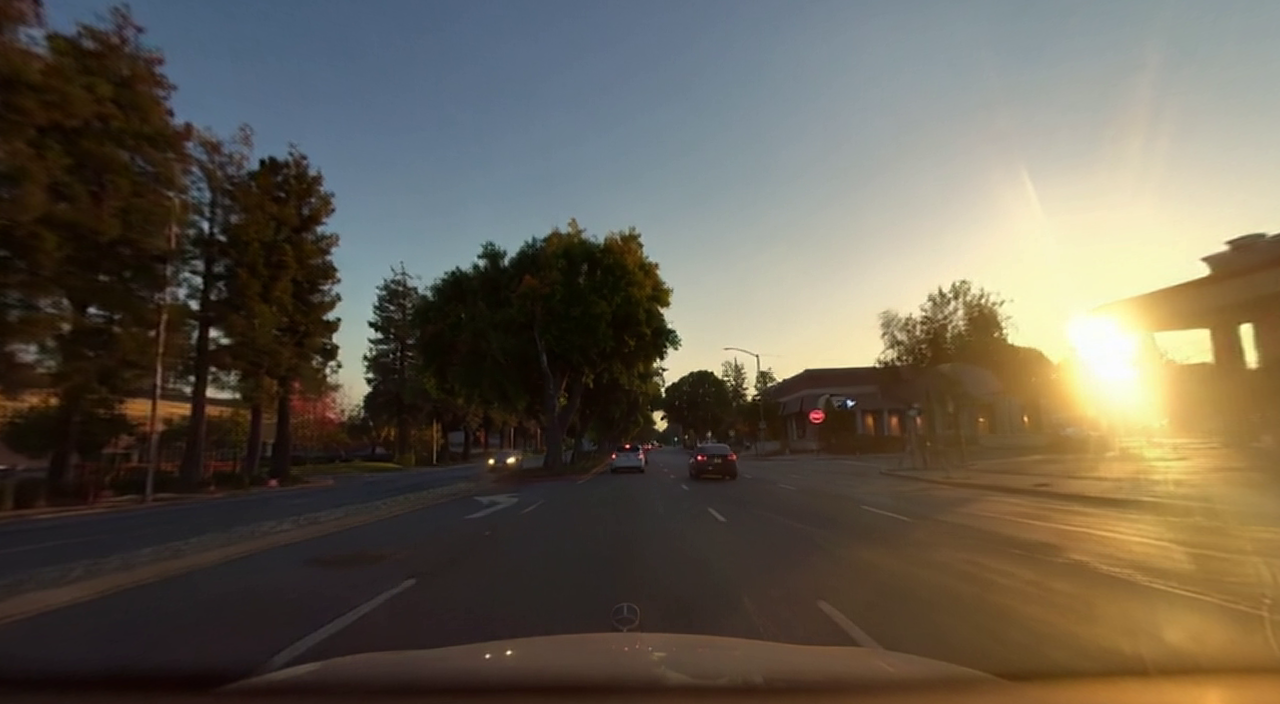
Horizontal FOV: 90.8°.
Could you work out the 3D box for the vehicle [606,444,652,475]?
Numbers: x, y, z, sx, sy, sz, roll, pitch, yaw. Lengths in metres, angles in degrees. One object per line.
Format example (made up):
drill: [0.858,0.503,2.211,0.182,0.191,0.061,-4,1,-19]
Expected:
vehicle: [-0.500,5.516,32.722,2.242,1.474,4.127,0,-8,0]

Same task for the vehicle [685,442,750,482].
vehicle: [3.101,4.528,26.294,2.057,1.491,4.675,0,-8,-1]

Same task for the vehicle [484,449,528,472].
vehicle: [-9.608,7.798,45.674,2.140,1.549,4.590,0,-8,1]
